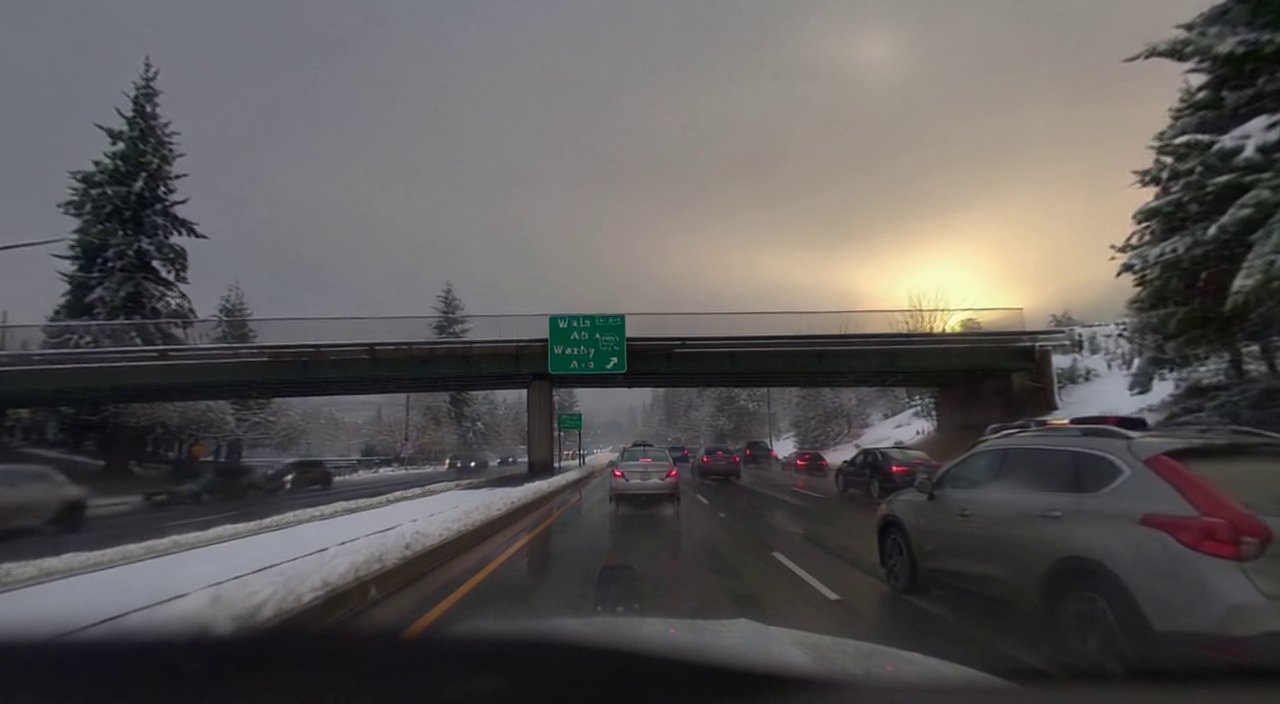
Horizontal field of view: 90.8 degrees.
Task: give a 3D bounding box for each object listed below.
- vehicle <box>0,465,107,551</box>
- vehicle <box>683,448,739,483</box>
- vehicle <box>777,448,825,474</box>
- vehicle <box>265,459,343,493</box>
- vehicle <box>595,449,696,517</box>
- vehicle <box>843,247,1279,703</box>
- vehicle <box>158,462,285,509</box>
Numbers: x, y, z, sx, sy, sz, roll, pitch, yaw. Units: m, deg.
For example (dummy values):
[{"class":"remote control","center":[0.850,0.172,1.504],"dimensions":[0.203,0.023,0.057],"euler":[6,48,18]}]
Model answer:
[{"class":"vehicle","center":[-12.515,2.864,11.455],"dimensions":[1.864,1.482,4.377],"euler":[0,-9,0]},{"class":"vehicle","center":[3.119,5.083,28.650],"dimensions":[1.962,1.431,4.205],"euler":[0,-9,-2]},{"class":"vehicle","center":[9.849,6.698,38.993],"dimensions":[1.839,1.453,3.992],"euler":[0,-9,-1]},{"class":"vehicle","center":[-19.103,7.015,36.154],"dimensions":[1.935,1.706,4.473],"euler":[0,-9,0]},{"class":"vehicle","center":[0.096,2.949,14.733],"dimensions":[2.027,1.341,3.775],"euler":[0,-9,-1]},{"class":"vehicle","center":[3.496,0.915,3.648],"dimensions":[2.719,2.033,5.876],"euler":[0,-9,0]},{"class":"vehicle","center":[-15.849,5.041,24.237],"dimensions":[1.891,1.511,4.280],"euler":[0,-9,0]}]
